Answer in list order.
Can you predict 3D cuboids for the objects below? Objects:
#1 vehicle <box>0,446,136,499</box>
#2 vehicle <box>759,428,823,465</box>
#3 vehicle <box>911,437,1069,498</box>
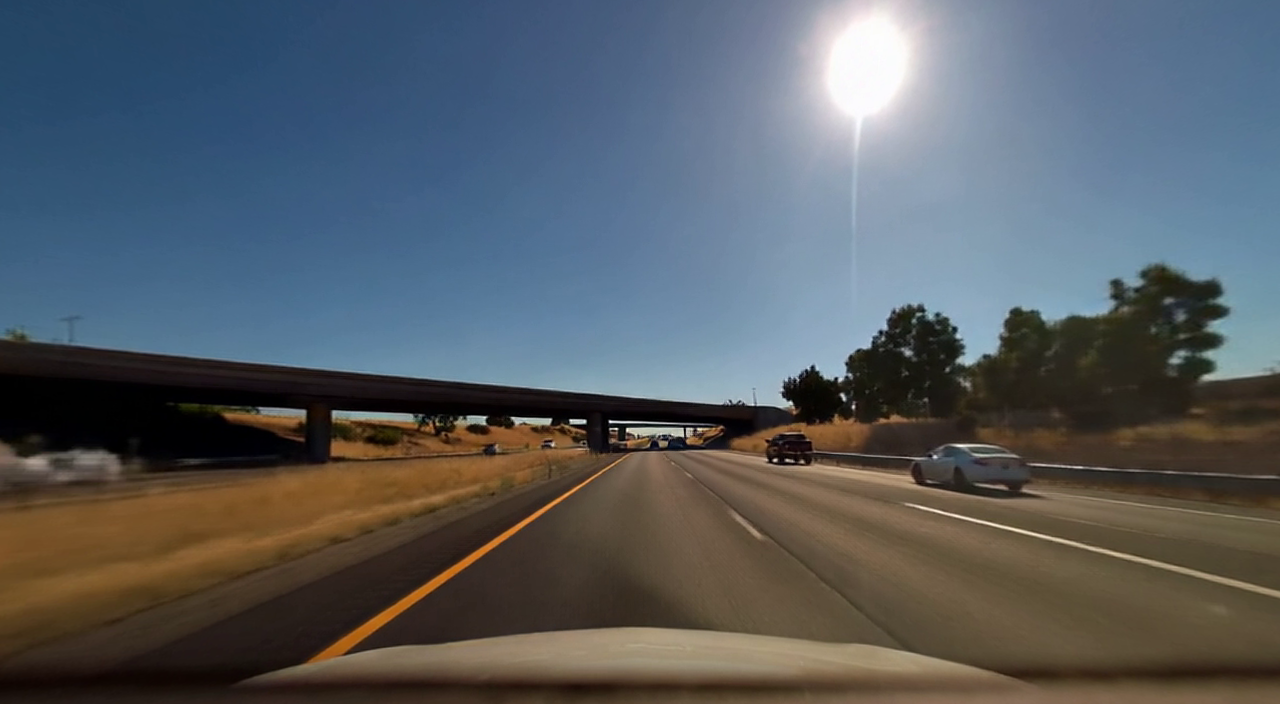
[{"bbox_3d":[-21.122,4.262,22.661,1.988,1.665,4.631,0,-8,0],"label":"vehicle"},{"bbox_3d":[8.936,5.670,37.698,2.362,2.037,5.409,0,-8,-1],"label":"vehicle"},{"bbox_3d":[9.515,3.139,17.508,1.927,1.472,4.076,0,-8,-2],"label":"vehicle"}]
